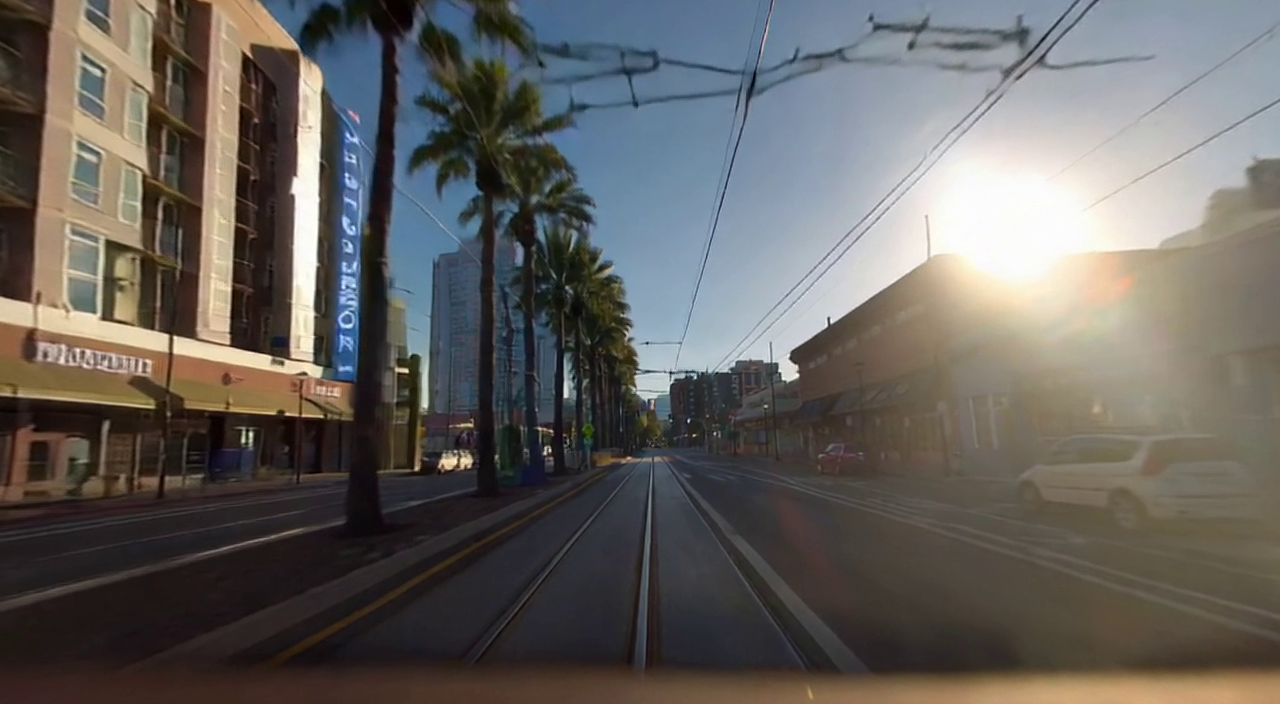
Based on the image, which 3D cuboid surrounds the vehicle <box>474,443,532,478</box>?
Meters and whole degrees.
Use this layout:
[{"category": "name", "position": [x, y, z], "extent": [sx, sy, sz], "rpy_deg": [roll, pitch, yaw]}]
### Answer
[{"category": "vehicle", "position": [-6.970, 5.551, 32.562], "extent": [1.971, 1.657, 4.623], "rpy_deg": [-1, -8, 0]}]

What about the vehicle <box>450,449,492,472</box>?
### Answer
[{"category": "vehicle", "position": [-12.338, 7.911, 46.135], "extent": [1.887, 1.513, 4.131], "rpy_deg": [-1, -9, 1]}]

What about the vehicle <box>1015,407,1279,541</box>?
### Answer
[{"category": "vehicle", "position": [8.723, 2.007, 10.905], "extent": [1.900, 1.846, 4.002], "rpy_deg": [-1, -9, -1]}]

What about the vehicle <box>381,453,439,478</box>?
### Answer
[{"category": "vehicle", "position": [-15.294, 7.516, 42.131], "extent": [1.993, 1.464, 4.740], "rpy_deg": [-1, -9, 1]}]

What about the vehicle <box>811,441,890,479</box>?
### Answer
[{"category": "vehicle", "position": [9.128, 4.704, 27.691], "extent": [1.822, 1.494, 4.385], "rpy_deg": [-1, -9, -2]}]
